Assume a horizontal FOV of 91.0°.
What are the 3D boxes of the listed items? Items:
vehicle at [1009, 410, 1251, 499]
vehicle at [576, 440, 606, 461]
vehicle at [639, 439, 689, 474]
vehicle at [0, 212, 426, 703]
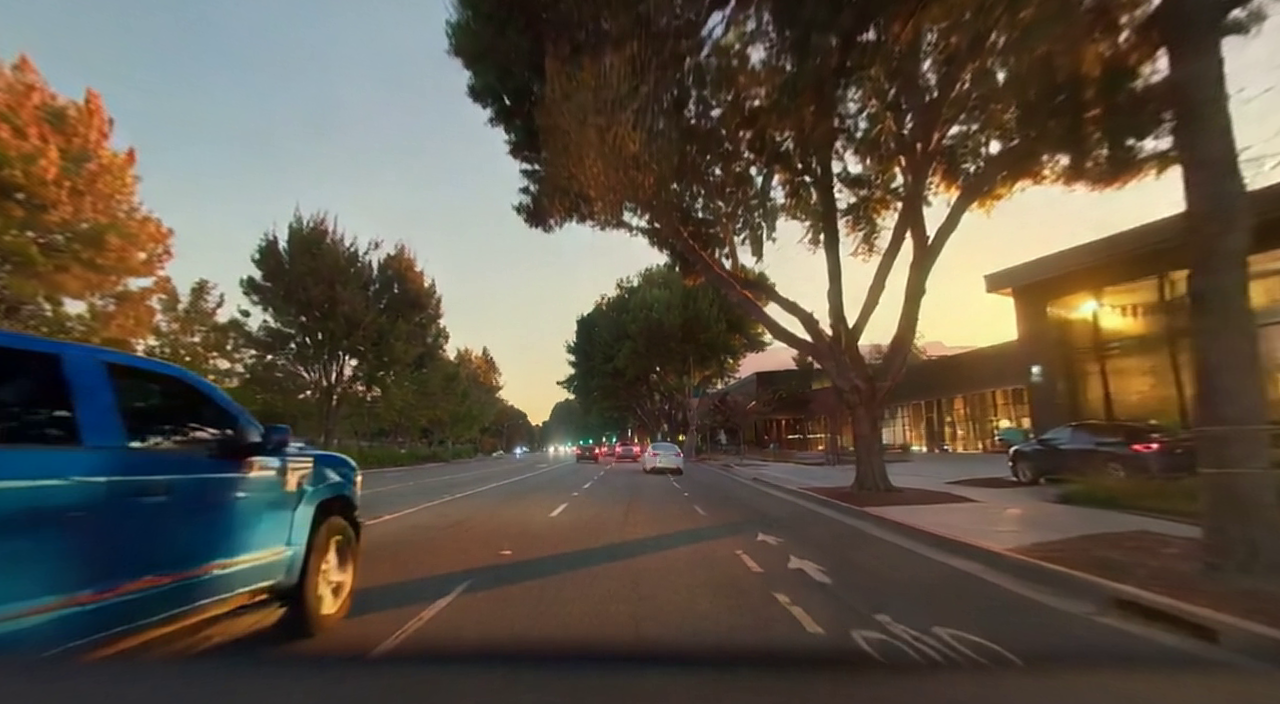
[{"bbox_3d":[12.078,2.596,16.140,2.131,1.909,4.927,0,-9,-1],"label":"vehicle"},{"bbox_3d":[-3.498,7.098,45.475,2.018,1.458,4.350,0,-9,-2],"label":"vehicle"},{"bbox_3d":[1.063,4.916,29.849,2.142,1.528,4.133,0,-9,-1],"label":"vehicle"},{"bbox_3d":[-3.116,0.656,2.256,2.512,1.992,5.725,0,-9,2],"label":"vehicle"}]
